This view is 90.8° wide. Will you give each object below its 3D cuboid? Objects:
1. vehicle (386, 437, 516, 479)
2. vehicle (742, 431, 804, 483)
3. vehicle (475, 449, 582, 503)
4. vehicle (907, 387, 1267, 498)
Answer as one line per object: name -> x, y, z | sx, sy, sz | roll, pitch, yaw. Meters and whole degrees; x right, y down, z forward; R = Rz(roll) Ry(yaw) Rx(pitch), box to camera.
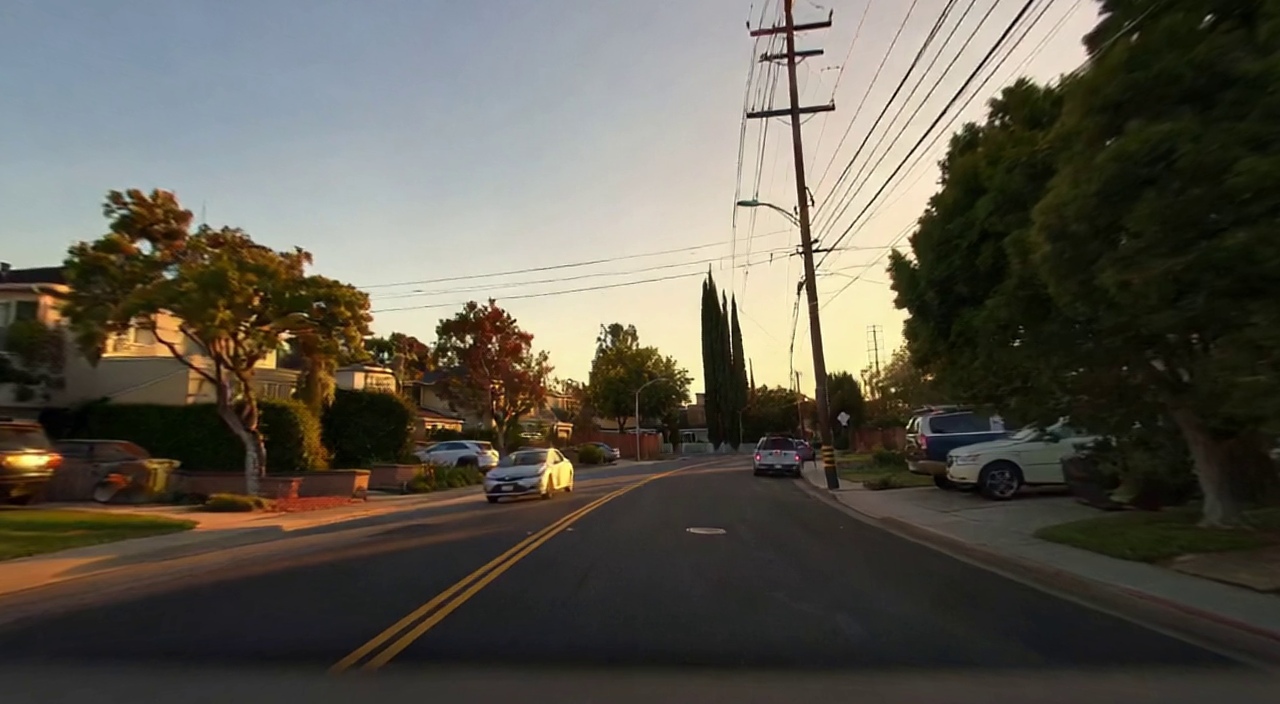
vehicle -> -9.270, 5.212, 31.183 | 5.632, 1.957, 2.302 | -2, -9, 9
vehicle -> 5.601, 4.484, 27.274 | 2.273, 1.938, 6.400 | -2, -9, 9
vehicle -> -3.363, 3.863, 20.223 | 2.015, 1.464, 4.870 | -1, -9, 7
vehicle -> 9.147, 1.957, 13.541 | 5.762, 2.116, 2.258 | -1, -9, 6
